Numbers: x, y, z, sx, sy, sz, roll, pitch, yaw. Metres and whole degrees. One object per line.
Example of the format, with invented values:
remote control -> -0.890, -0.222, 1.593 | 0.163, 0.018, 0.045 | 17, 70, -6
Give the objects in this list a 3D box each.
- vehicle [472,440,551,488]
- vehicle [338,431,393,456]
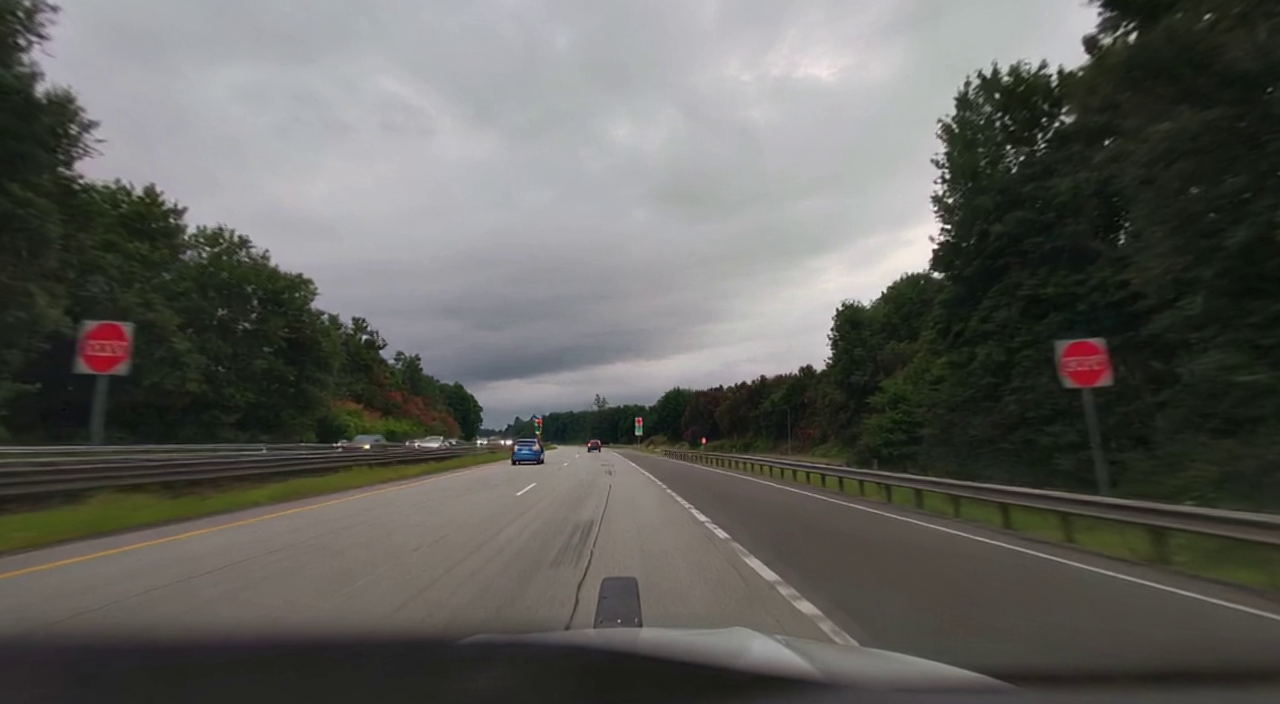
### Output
vehicle -> -4.024, 3.557, 20.404 | 1.874, 1.369, 3.875 | 0, -8, -2
vehicle -> -18.486, 6.182, 42.649 | 2.029, 1.579, 4.139 | 0, -8, -3
